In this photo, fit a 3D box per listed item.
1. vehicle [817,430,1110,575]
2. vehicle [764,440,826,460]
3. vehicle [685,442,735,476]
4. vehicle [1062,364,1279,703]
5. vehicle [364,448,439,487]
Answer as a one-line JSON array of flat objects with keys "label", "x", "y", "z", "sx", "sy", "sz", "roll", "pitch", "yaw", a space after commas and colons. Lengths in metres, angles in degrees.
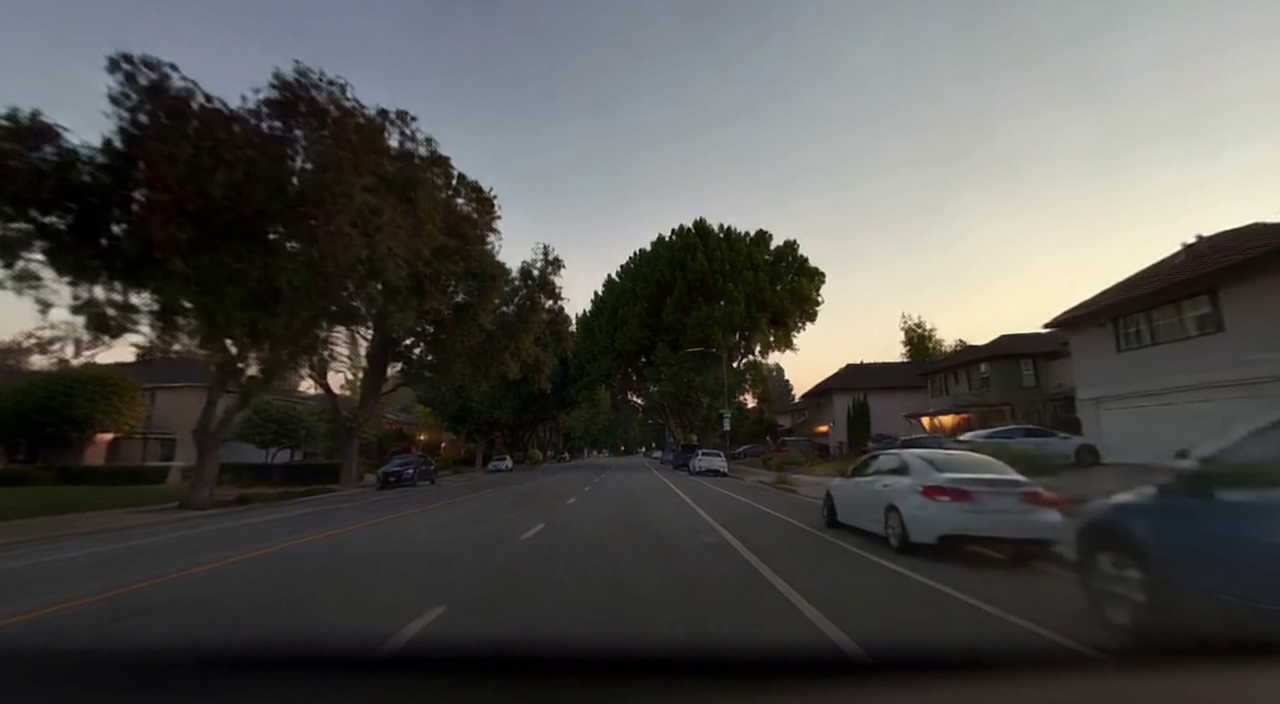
[{"label": "vehicle", "x": 4.040, "y": 1.921, "z": 8.883, "sx": 1.901, "sy": 1.521, "sz": 4.204, "roll": 0, "pitch": -8, "yaw": 0}, {"label": "vehicle", "x": 11.793, "y": 7.474, "z": 48.323, "sx": 4.285, "sy": 1.434, "sz": 1.740, "roll": 0, "pitch": -8, "yaw": 0}, {"label": "vehicle", "x": 3.611, "y": 5.615, "z": 33.411, "sx": 2.007, "sy": 1.657, "sz": 4.362, "roll": 0, "pitch": -9, "yaw": -2}, {"label": "vehicle", "x": 4.100, "y": 0.810, "z": 2.352, "sx": 1.915, "sy": 1.715, "sz": 4.451, "roll": 0, "pitch": -8, "yaw": -1}, {"label": "vehicle", "x": -11.362, "y": 5.516, "z": 30.495, "sx": 2.091, "sy": 1.717, "sz": 4.392, "roll": 0, "pitch": -8, "yaw": -3}]
